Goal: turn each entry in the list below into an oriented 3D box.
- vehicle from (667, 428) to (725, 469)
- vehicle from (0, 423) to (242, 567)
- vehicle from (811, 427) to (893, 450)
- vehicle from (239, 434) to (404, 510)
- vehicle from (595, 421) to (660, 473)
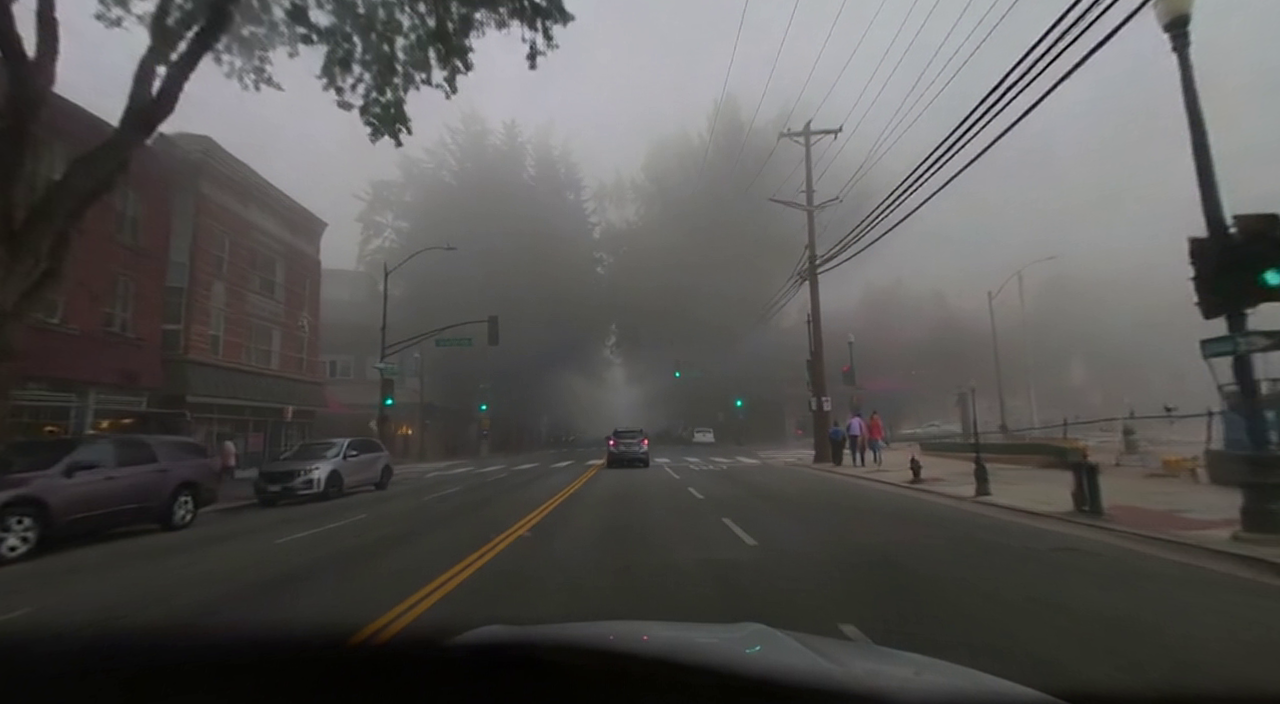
[{"bbox_3d":[2.325,4.128,27.197,1.998,1.580,4.015,0,-8,-2],"label":"vehicle"},{"bbox_3d":[-9.665,2.285,10.954,1.980,1.931,5.487,0,-8,-1],"label":"vehicle"},{"bbox_3d":[14.033,5.761,41.999,4.713,1.493,1.875,0,-8,-4],"label":"vehicle"},{"bbox_3d":[-9.683,3.670,20.024,2.048,1.985,6.011,0,-8,0],"label":"vehicle"},{"bbox_3d":[-0.497,3.742,25.101,2.301,1.854,4.919,0,-8,-1],"label":"vehicle"}]
